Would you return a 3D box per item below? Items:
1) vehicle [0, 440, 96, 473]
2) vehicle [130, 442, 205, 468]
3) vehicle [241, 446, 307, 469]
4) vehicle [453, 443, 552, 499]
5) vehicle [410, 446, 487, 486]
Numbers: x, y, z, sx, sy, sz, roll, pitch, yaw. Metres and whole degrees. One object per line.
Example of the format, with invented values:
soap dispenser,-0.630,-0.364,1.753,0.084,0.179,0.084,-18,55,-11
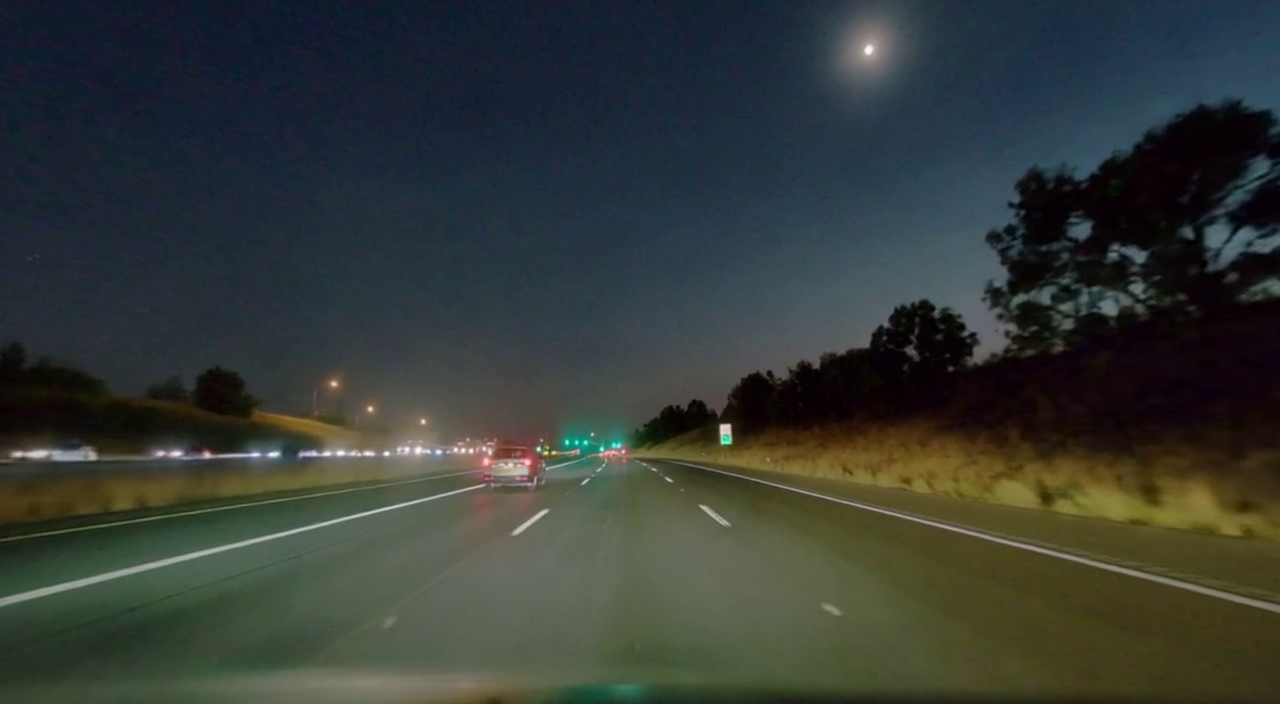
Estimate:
vehicle,-33.182,5.781,35.024,1.959,1.681,4.590,0,-9,-2
vehicle,-34.412,7.525,46.169,2.172,1.768,4.652,1,-9,-5
vehicle,-25.347,7.319,43.935,1.886,1.467,4.643,0,-9,-1
vehicle,-4.097,3.632,19.684,2.073,1.516,4.478,0,-9,0
vehicle,-7.978,4.778,26.751,2.023,1.519,4.150,0,-9,-1
